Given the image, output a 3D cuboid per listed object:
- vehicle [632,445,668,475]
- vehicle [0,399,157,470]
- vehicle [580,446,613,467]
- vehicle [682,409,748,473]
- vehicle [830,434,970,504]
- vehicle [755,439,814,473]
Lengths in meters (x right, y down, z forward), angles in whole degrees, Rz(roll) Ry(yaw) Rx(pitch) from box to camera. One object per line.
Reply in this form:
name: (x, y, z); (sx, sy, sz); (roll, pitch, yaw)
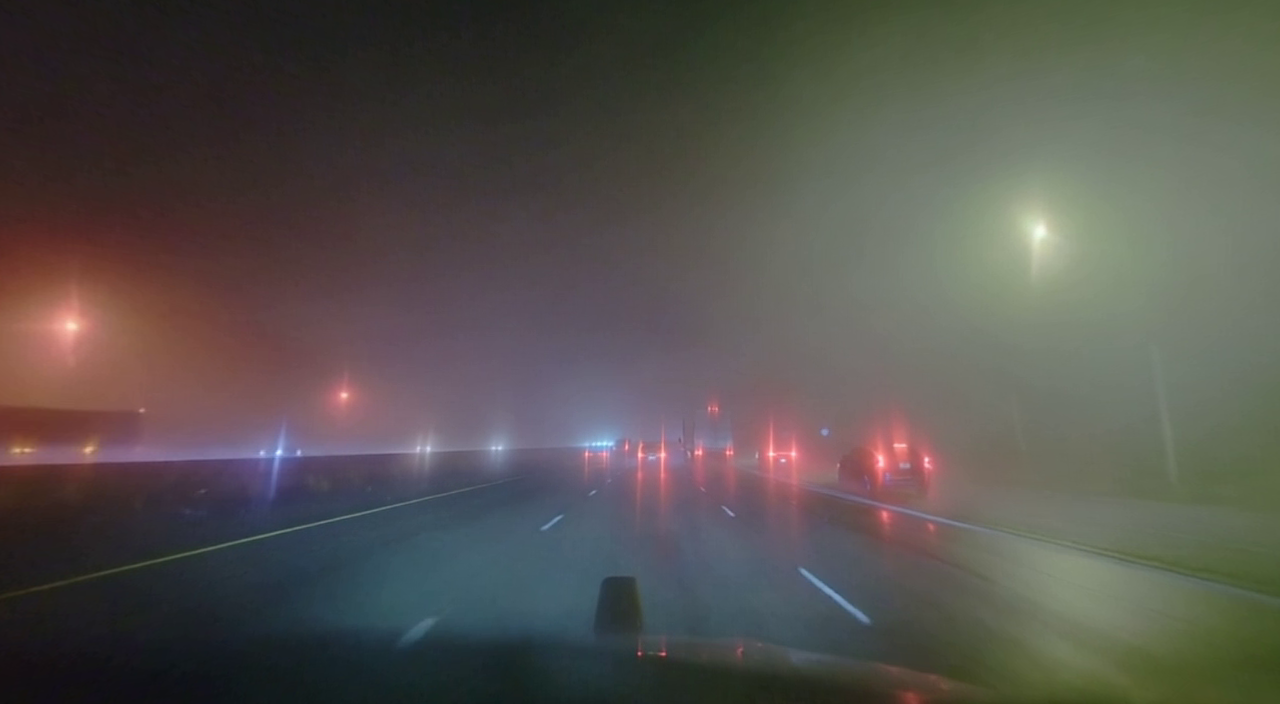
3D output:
vehicle: (0.554, 5.899, 34.572); (1.866, 1.492, 3.932); (0, -9, 1)
vehicle: (-37.797, 5.130, 38.930); (2.881, 3.999, 15.945); (0, -9, 2)
vehicle: (-3.179, 7.761, 46.889); (2.132, 1.506, 4.256); (0, -9, 0)
vehicle: (4.644, 5.875, 41.450); (3.130, 3.607, 11.129); (0, -9, 1)
vehicle: (7.024, 3.194, 17.627); (2.044, 1.676, 4.421); (0, -9, 0)
vehicle: (7.945, 5.763, 35.132); (2.143, 1.775, 4.729); (0, -9, 0)
